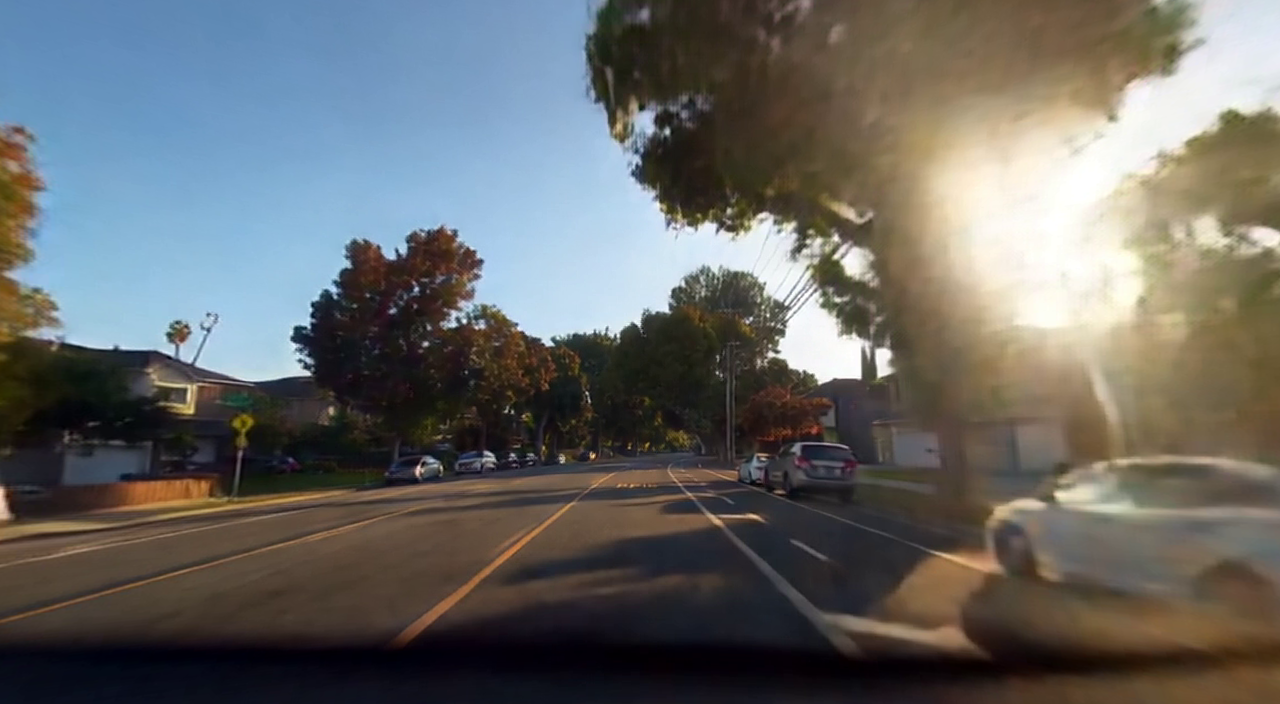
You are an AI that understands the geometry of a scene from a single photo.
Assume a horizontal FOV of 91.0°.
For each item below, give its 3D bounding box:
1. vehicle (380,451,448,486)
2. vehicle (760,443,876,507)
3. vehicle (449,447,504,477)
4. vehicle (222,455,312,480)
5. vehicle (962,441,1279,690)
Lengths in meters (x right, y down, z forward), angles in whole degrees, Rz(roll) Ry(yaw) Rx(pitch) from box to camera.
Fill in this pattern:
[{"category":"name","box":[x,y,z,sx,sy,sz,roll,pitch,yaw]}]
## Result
[{"category":"vehicle","box":[-12.055,6.242,33.906,1.907,1.612,4.594,-3,-10,1]},{"category":"vehicle","box":[5.127,3.587,19.001,2.009,1.649,5.156,0,-9,0]},{"category":"vehicle","box":[-11.563,7.788,44.945,2.225,1.887,5.672,-3,-9,3]},{"category":"vehicle","box":[-23.234,7.178,39.283,4.326,1.468,2.025,0,-9,2]},{"category":"vehicle","box":[4.981,1.580,5.587,1.978,1.529,4.357,0,-8,1]}]
